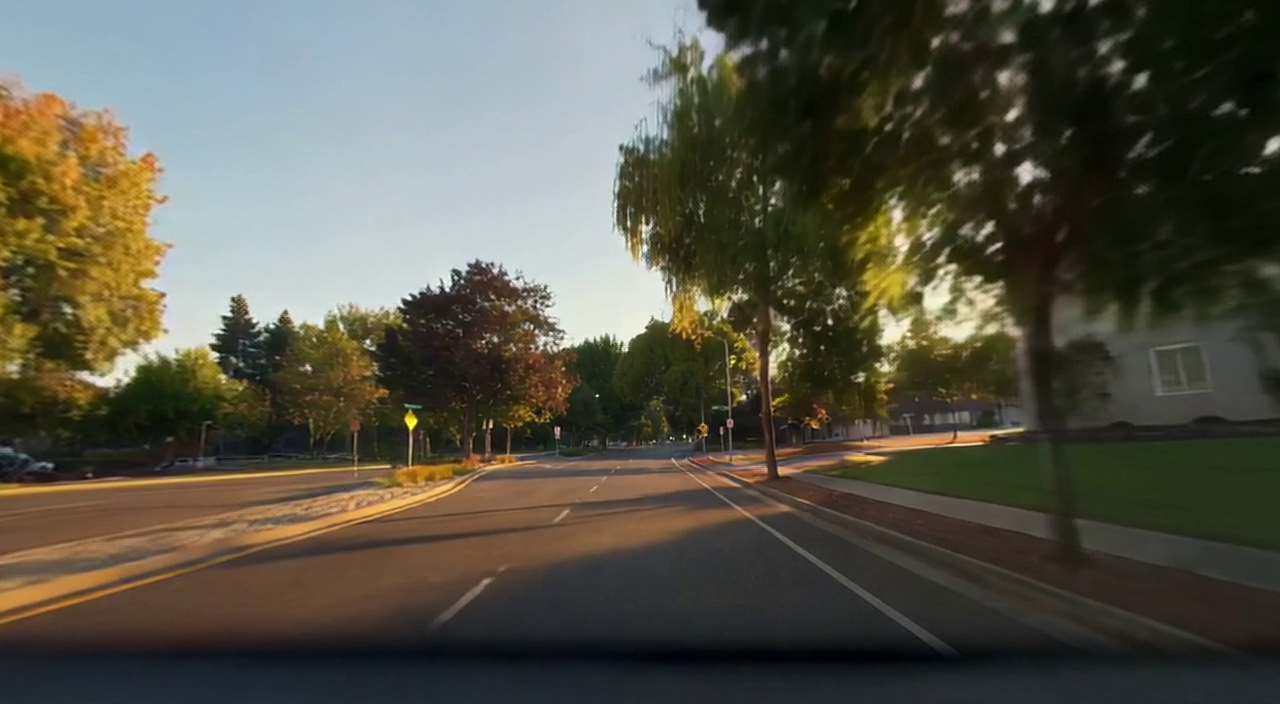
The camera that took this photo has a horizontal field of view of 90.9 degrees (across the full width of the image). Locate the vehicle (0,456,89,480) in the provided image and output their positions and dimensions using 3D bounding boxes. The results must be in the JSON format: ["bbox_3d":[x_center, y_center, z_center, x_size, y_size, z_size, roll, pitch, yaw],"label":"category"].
[{"bbox_3d":[-43.182,8.224,44.969,2.138,1.434,5.611,1,-8,8],"label":"vehicle"}]
